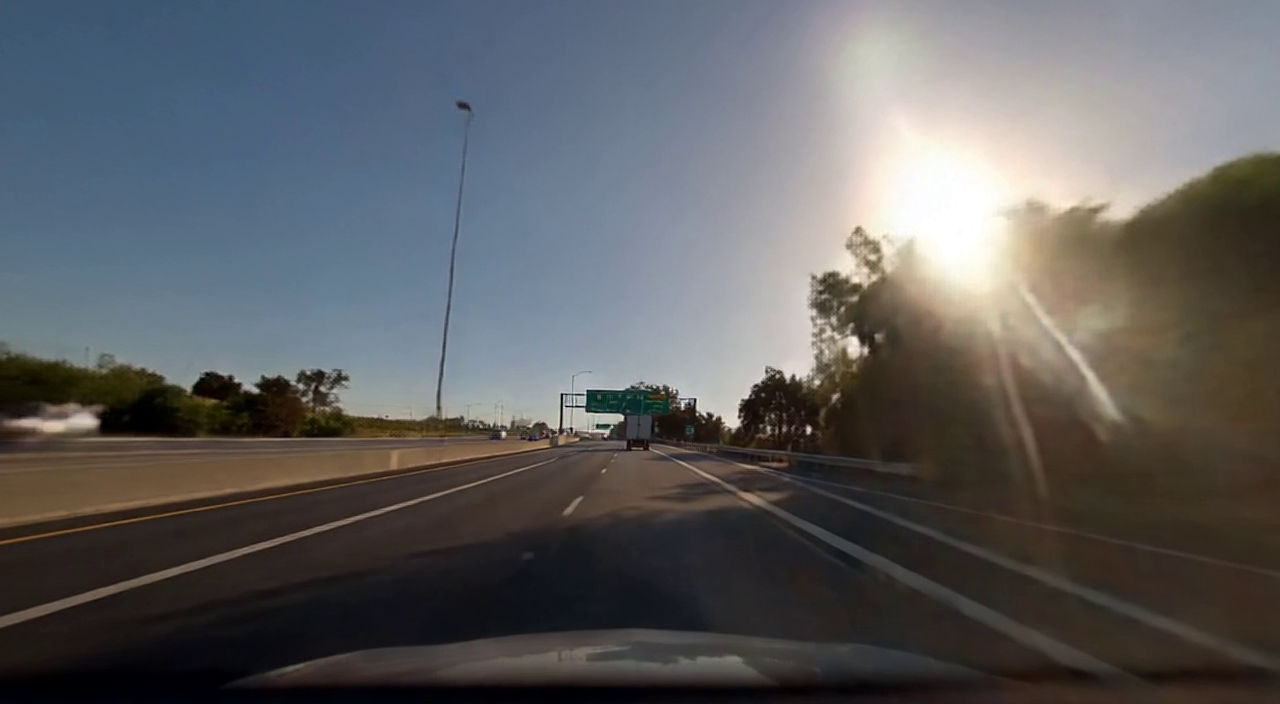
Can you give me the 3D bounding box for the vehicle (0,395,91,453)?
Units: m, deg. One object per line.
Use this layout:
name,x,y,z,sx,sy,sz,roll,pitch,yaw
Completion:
vehicle,-23.445,2.702,23.296,2.033,2.025,4.609,0,-8,-1
